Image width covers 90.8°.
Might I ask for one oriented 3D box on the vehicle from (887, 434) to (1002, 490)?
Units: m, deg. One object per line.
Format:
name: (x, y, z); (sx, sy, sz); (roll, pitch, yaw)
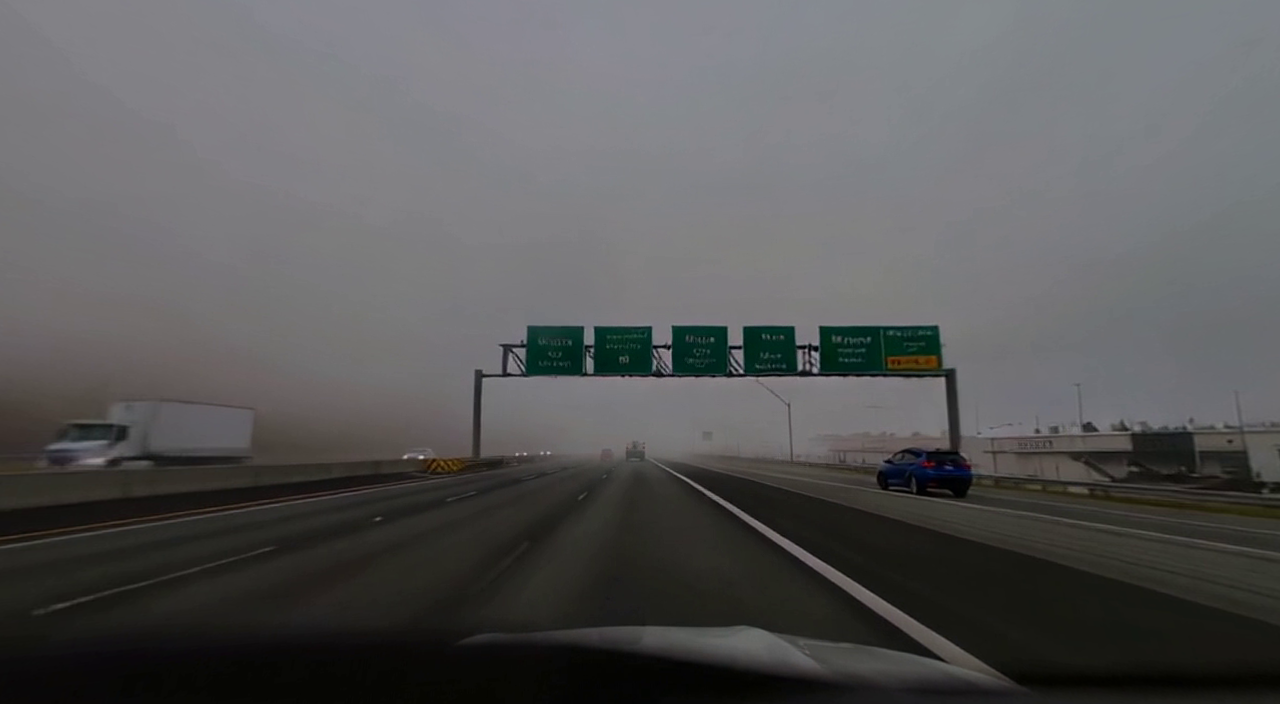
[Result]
vehicle: (13.905, 5.055, 29.325); (2.411, 2.326, 5.300); (0, -9, -3)

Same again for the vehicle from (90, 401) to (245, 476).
vehicle: (-23.925, 4.494, 32.505); (2.745, 3.437, 6.513); (0, -8, 1)
